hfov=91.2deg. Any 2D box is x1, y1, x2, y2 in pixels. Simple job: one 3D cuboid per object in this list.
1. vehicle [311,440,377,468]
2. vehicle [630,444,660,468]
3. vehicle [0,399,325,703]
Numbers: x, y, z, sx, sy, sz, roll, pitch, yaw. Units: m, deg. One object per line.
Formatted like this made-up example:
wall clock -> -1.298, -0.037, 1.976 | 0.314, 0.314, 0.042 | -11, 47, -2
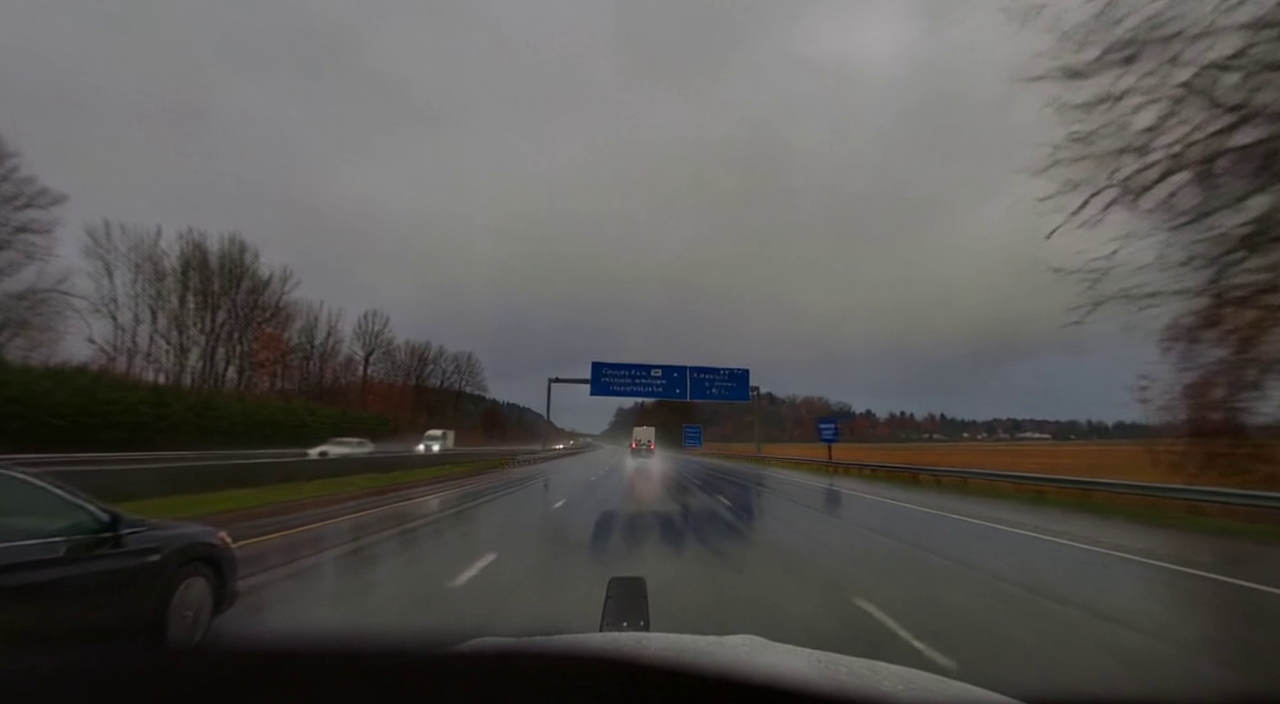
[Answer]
vehicle -> -17.323, 5.977, 36.932 | 1.825, 1.494, 4.267 | 0, -8, 0
vehicle -> 0.318, 6.801, 41.335 | 1.859, 1.478, 3.799 | 0, -8, 0
vehicle -> -3.481, 0.962, 2.569 | 2.012, 1.500, 4.452 | 0, -8, 1
